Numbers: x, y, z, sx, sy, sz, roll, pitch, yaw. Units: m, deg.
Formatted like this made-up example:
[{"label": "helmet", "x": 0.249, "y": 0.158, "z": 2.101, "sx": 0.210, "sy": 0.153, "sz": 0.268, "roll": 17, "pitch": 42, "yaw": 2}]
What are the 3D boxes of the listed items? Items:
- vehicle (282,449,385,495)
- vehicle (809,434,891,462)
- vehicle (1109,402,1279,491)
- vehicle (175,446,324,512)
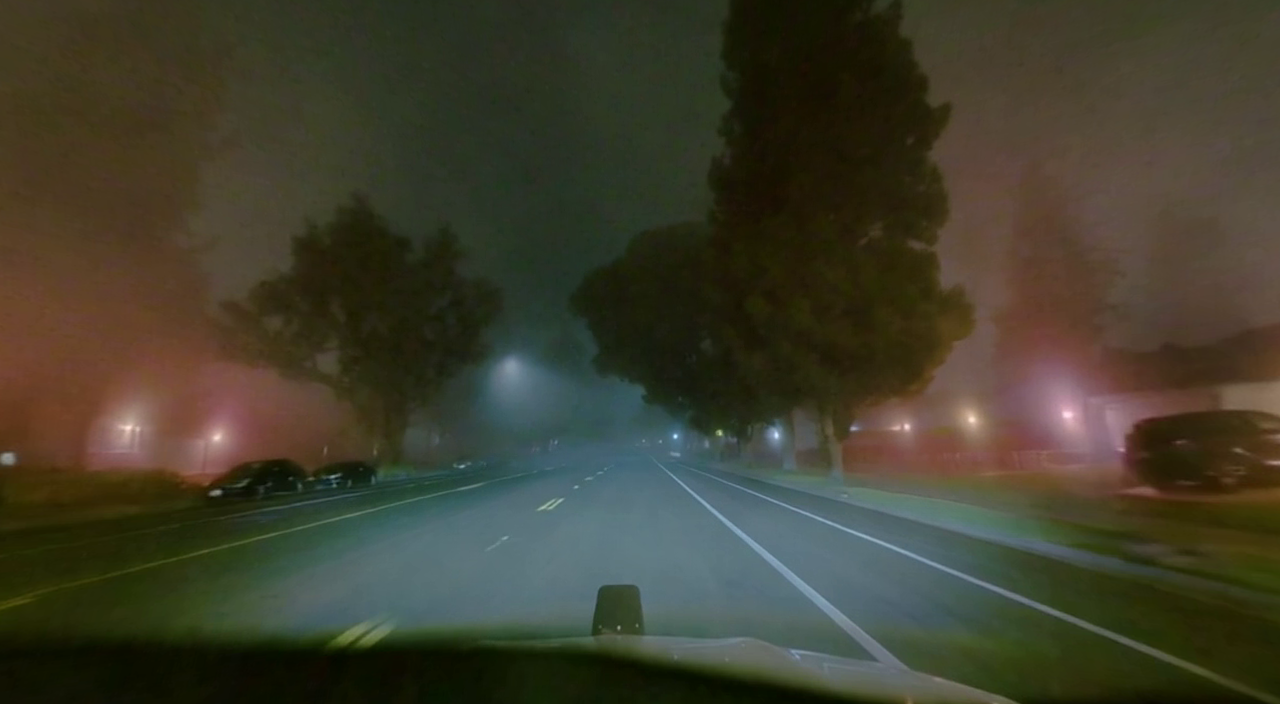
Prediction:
[{"label": "vehicle", "x": -12.611, "y": 4.924, "z": 26.356, "sx": 2.110, "sy": 1.709, "sz": 4.426, "roll": 0, "pitch": -8, "yaw": -1}, {"label": "vehicle", "x": 13.633, "y": 6.256, "z": 41.235, "sx": 4.629, "sy": 1.770, "sz": 1.959, "roll": 0, "pitch": -8, "yaw": 0}, {"label": "vehicle", "x": 13.344, "y": 2.038, "z": 13.683, "sx": 4.577, "sy": 1.770, "sz": 2.006, "roll": -3, "pitch": -9, "yaw": 17}, {"label": "vehicle", "x": -12.600, "y": 4.068, "z": 20.845, "sx": 2.003, "sy": 1.804, "sz": 4.554, "roll": -1, "pitch": -7, "yaw": 0}]
